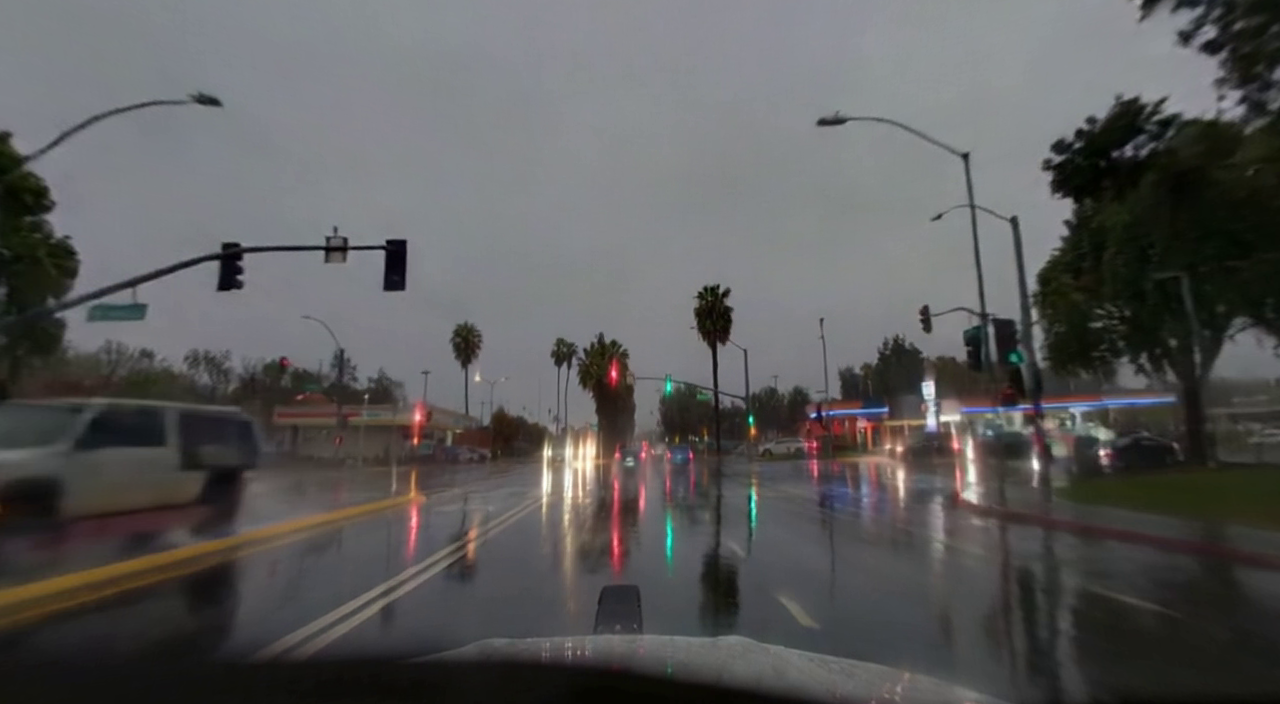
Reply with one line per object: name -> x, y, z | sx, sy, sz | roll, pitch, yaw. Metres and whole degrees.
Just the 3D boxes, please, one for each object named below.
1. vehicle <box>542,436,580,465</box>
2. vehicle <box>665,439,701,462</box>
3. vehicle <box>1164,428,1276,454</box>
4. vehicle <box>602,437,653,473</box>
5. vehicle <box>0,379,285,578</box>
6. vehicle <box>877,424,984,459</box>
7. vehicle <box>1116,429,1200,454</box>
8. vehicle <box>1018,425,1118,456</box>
vehicle -> -5.315, 6.652, 43.012 | 2.032, 1.747, 4.479 | -2, -7, -1
vehicle -> 2.932, 6.823, 43.909 | 2.060, 1.471, 4.168 | 0, -8, -2
vehicle -> 34.101, 5.257, 37.305 | 4.668, 1.469, 1.963 | 0, -8, -1
vehicle -> -0.561, 4.637, 28.770 | 2.160, 1.508, 4.319 | 0, -8, -1
vehicle -> -8.460, 1.799, 9.625 | 2.440, 2.225, 6.346 | 0, -8, -1
vehicle -> 17.074, 5.299, 37.348 | 5.173, 1.976, 2.223 | 0, -8, 0
vehicle -> 33.163, 5.746, 40.598 | 3.696, 1.532, 1.927 | 0, -8, -1
vehicle -> 25.043, 5.202, 37.135 | 4.473, 1.751, 1.909 | 0, -8, -1
